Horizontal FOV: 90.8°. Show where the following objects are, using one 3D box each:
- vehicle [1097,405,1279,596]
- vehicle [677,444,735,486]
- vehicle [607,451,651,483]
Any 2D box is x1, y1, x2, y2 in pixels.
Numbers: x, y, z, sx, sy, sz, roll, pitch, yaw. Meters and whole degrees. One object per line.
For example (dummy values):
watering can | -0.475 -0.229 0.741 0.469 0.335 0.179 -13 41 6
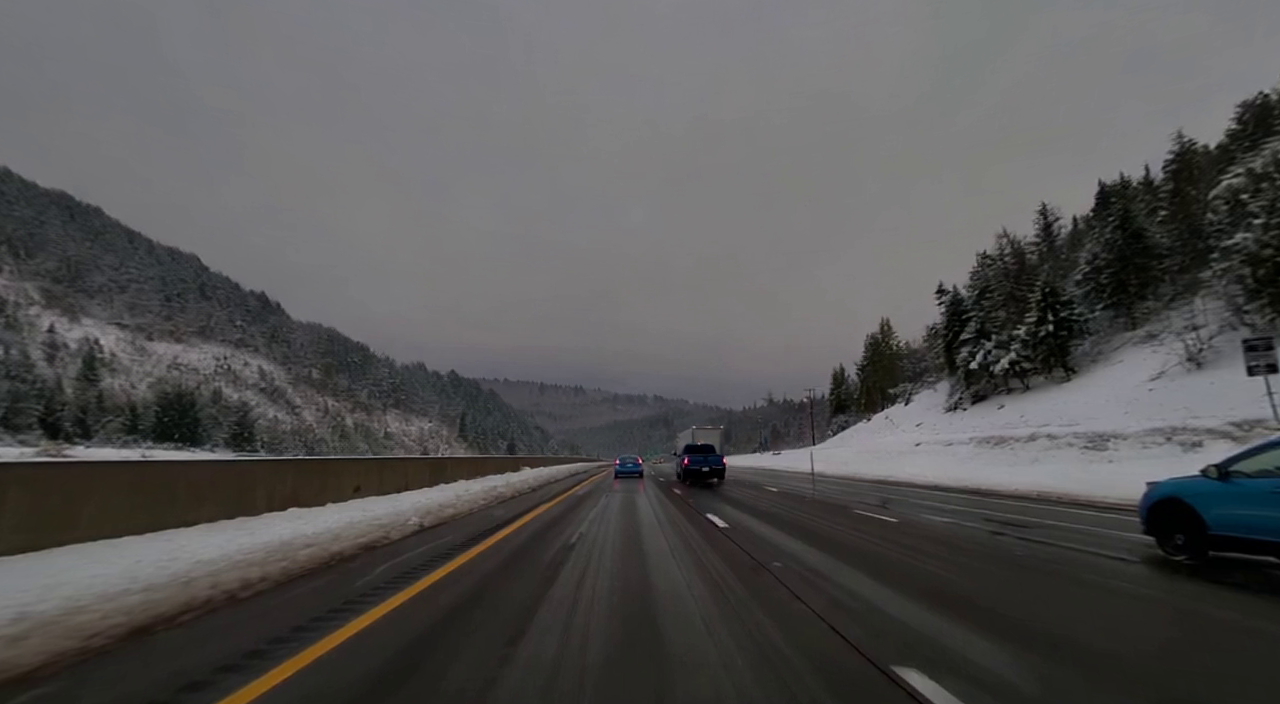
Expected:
vehicle | 7.103 1.364 5.749 2.091 1.787 4.927 0 -9 -1
vehicle | 3.054 5.322 30.107 2.098 1.794 4.561 0 -9 -2
vehicle | -0.564 5.758 31.988 2.083 1.477 3.965 0 -9 -1
